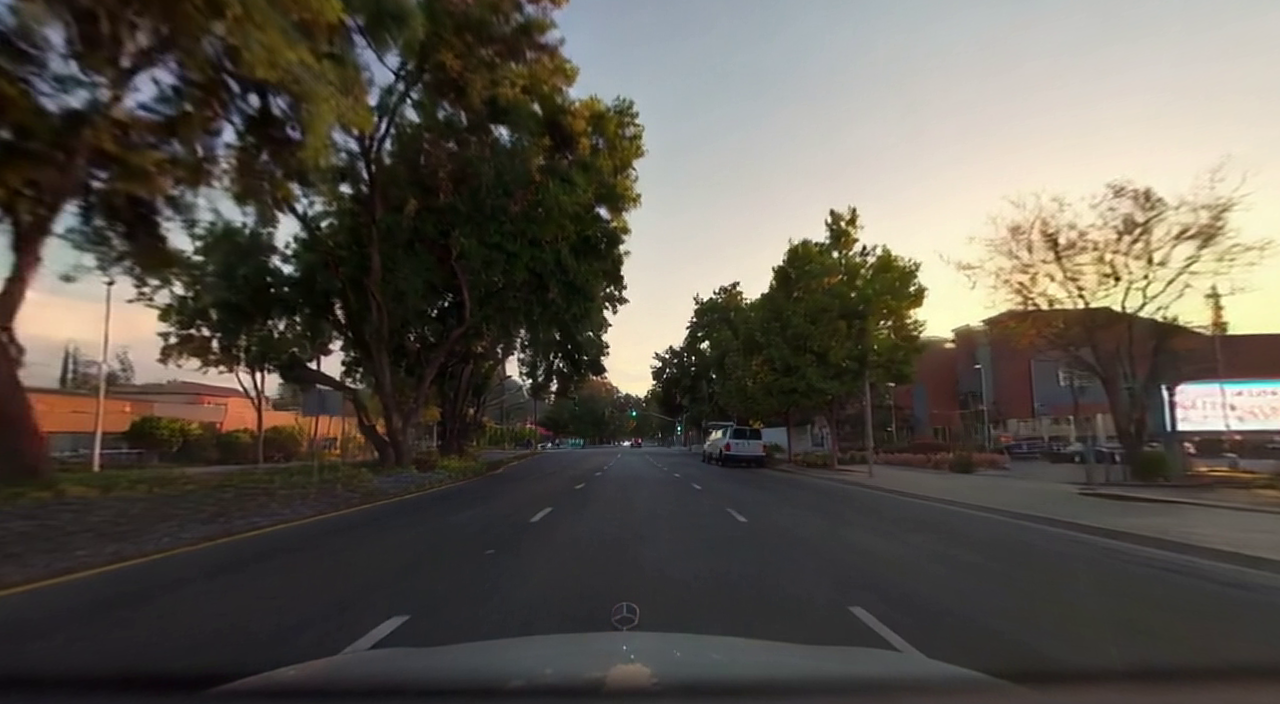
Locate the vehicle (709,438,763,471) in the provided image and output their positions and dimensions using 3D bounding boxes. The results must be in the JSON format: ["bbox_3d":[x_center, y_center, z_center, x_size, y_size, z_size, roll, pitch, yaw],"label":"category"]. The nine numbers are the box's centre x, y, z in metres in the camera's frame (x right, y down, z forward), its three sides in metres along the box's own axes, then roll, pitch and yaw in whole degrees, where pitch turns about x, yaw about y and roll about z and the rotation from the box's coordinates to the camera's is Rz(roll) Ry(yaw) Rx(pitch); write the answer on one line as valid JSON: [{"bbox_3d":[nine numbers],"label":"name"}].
[{"bbox_3d":[6.067,6.582,40.718,2.347,1.963,5.940,0,-9,-1],"label":"vehicle"}]
